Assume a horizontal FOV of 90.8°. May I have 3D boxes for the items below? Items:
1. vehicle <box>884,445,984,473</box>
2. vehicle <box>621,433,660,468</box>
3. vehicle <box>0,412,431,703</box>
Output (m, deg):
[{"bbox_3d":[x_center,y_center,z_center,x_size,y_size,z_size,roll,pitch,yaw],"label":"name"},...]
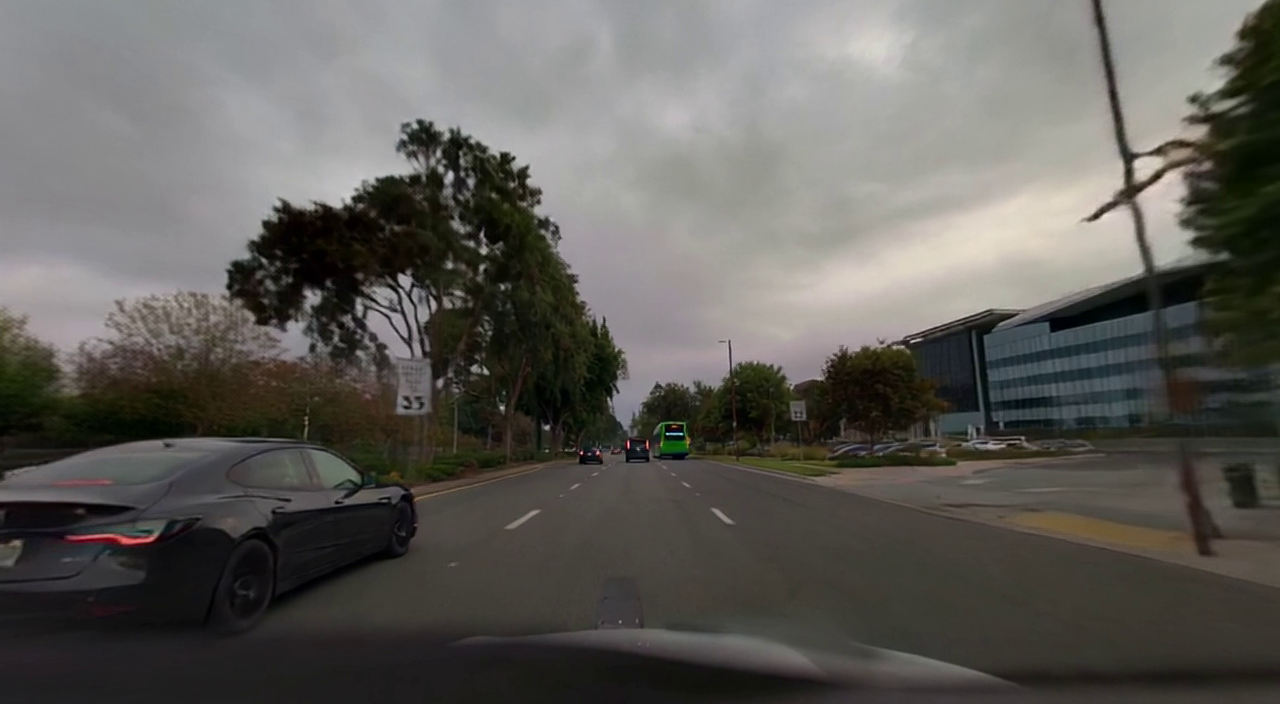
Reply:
[{"bbox_3d":[16.557,6.021,35.731,4.682,1.507,1.878,0,-9,0],"label":"vehicle"},{"bbox_3d":[0.015,6.397,41.187,2.336,2.122,5.207,0,-9,0],"label":"vehicle"},{"bbox_3d":[-3.606,1.377,5.309,2.120,1.481,4.535,0,-9,0],"label":"vehicle"}]
